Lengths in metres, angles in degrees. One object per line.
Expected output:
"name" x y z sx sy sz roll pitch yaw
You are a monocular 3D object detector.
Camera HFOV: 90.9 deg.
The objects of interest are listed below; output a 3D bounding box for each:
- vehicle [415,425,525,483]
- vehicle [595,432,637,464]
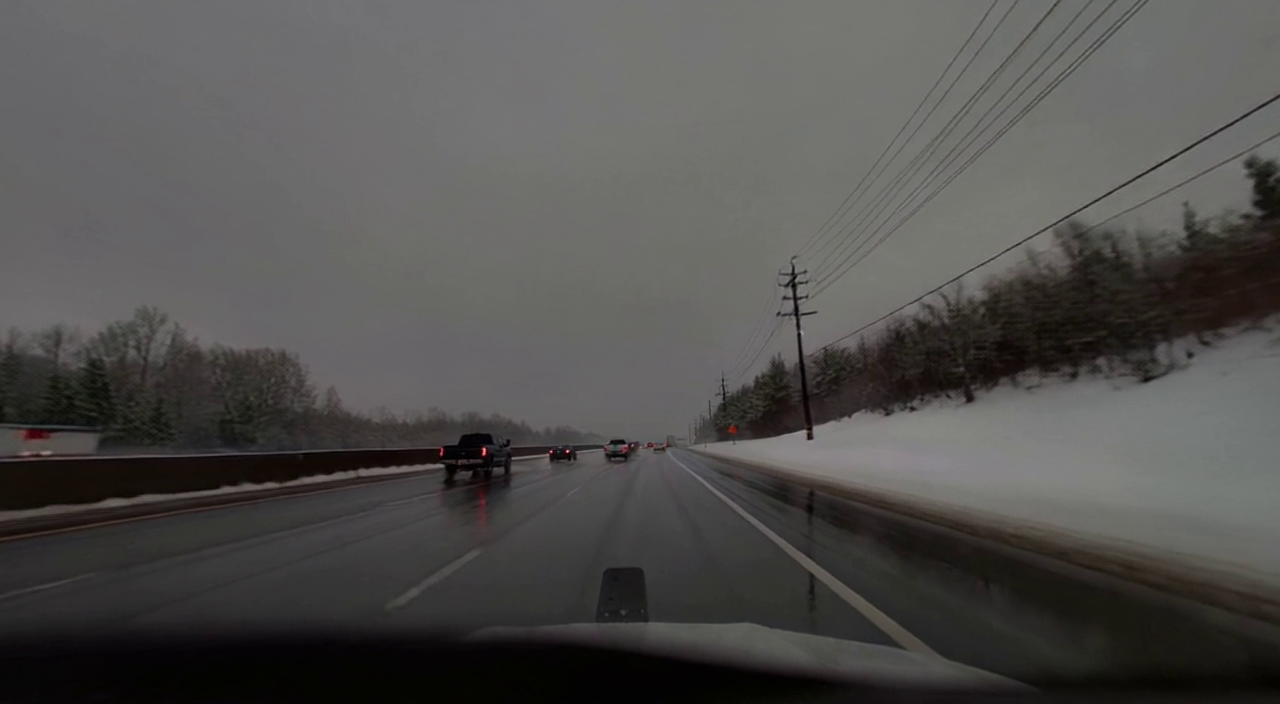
"vehicle" -6.559 4.040 25.382 2.460 1.992 6.474 0 -8 1
"vehicle" -1.556 6.591 43.383 2.448 2.025 5.193 -1 -8 3
